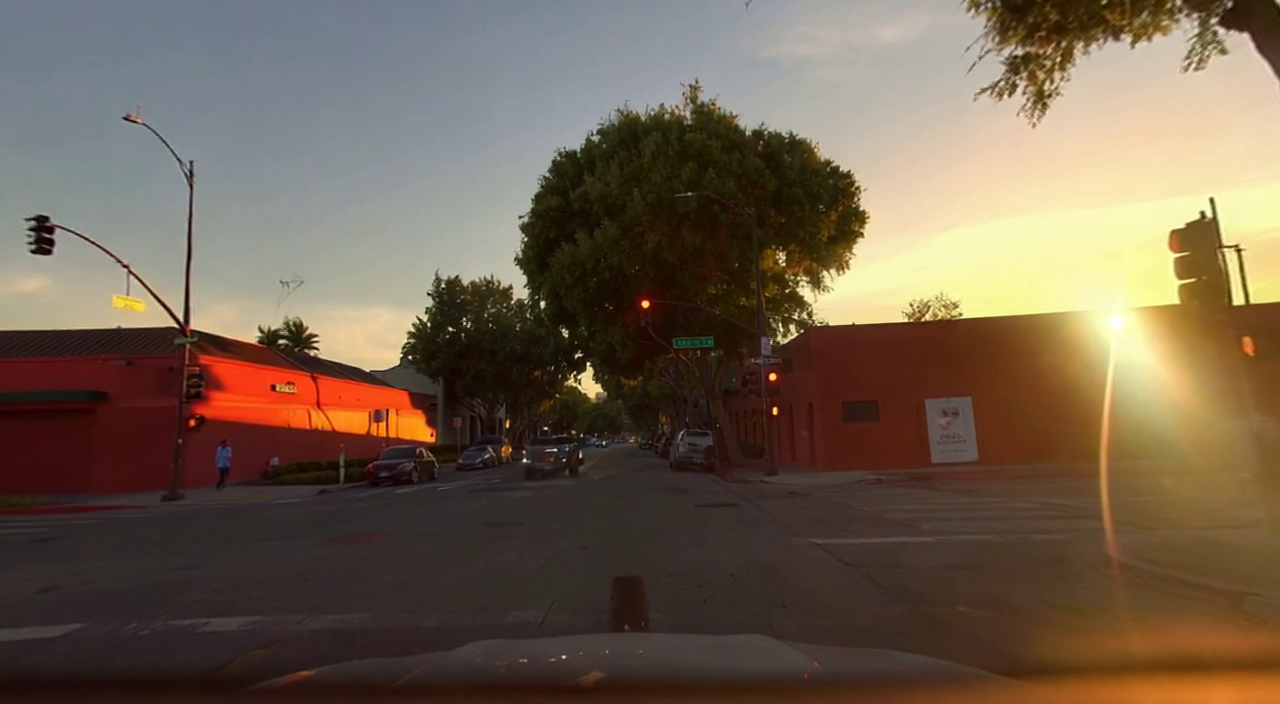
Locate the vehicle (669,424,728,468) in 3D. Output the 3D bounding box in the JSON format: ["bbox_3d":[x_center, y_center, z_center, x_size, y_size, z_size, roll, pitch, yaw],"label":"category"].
[{"bbox_3d":[3.069,5.135,34.389,2.557,2.188,5.164,0,-8,-2],"label":"vehicle"}]

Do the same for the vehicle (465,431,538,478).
[{"bbox_3d":[-5.985,4.494,27.910,2.242,1.887,4.924,0,-8,-2],"label":"vehicle"}]

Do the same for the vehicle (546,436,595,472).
[{"bbox_3d":[-3.261,4.853,30.283,2.033,1.596,4.142,0,-8,-2],"label":"vehicle"}]

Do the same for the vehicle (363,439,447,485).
[{"bbox_3d":[-9.914,4.648,27.018,2.216,1.804,4.526,1,-8,-5],"label":"vehicle"}]
